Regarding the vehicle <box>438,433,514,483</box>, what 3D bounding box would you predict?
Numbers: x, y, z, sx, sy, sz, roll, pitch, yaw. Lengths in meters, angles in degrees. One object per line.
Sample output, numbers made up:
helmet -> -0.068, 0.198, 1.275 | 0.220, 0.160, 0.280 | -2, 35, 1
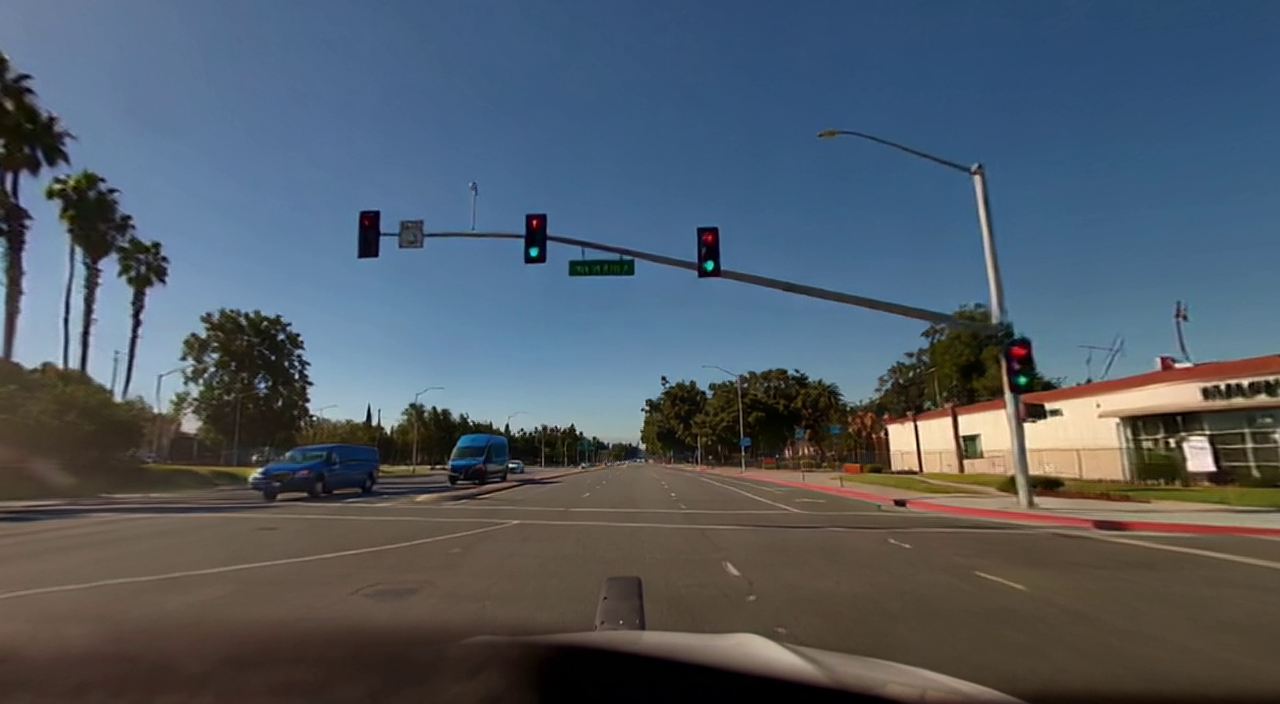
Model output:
vehicle -> -9.700, 6.354, 38.146 | 2.509, 2.712, 7.034 | -1, -9, 2

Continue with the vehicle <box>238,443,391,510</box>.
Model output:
vehicle -> -9.284, 3.547, 18.542 | 2.074, 1.681, 4.417 | 0, -9, 1
